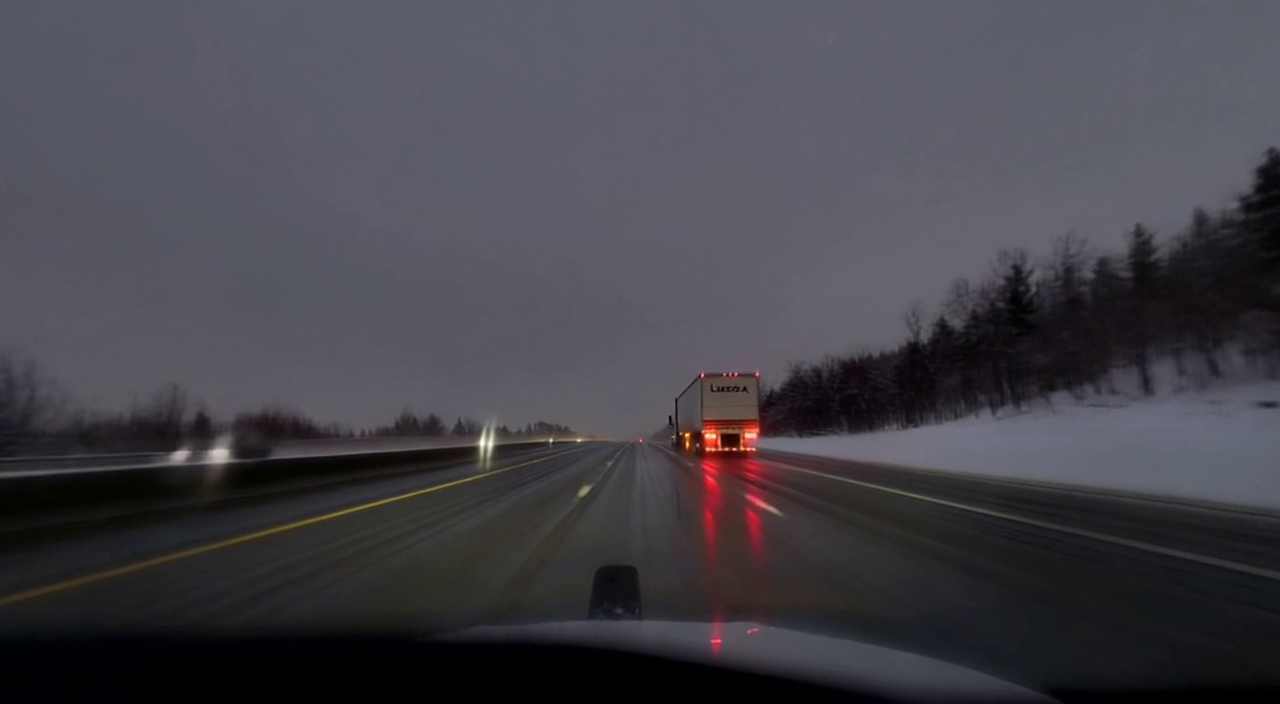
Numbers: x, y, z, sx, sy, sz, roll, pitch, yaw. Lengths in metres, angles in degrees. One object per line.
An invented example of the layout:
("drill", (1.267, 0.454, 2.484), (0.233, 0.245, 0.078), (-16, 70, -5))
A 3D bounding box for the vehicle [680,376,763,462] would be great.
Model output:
("vehicle", (4.251, 4.092, 36.491), (2.920, 4.029, 13.900), (0, -8, 0))

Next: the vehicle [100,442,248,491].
("vehicle", (-15.757, 3.846, 21.588), (1.823, 1.465, 4.245), (0, -8, 0))
